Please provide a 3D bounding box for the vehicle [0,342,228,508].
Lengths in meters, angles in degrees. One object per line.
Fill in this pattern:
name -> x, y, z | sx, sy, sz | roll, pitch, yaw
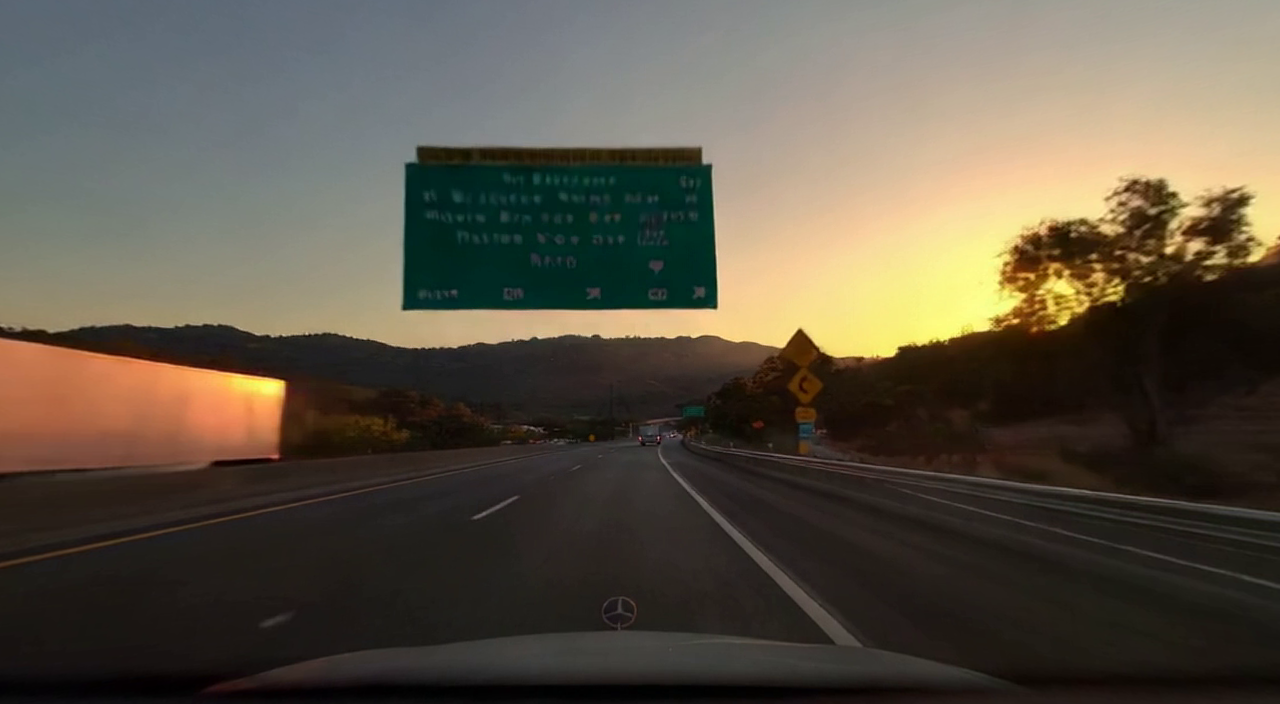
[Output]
vehicle -> -17.481, 2.027, 17.240 | 2.937, 4.107, 13.979 | 0, -8, 0
